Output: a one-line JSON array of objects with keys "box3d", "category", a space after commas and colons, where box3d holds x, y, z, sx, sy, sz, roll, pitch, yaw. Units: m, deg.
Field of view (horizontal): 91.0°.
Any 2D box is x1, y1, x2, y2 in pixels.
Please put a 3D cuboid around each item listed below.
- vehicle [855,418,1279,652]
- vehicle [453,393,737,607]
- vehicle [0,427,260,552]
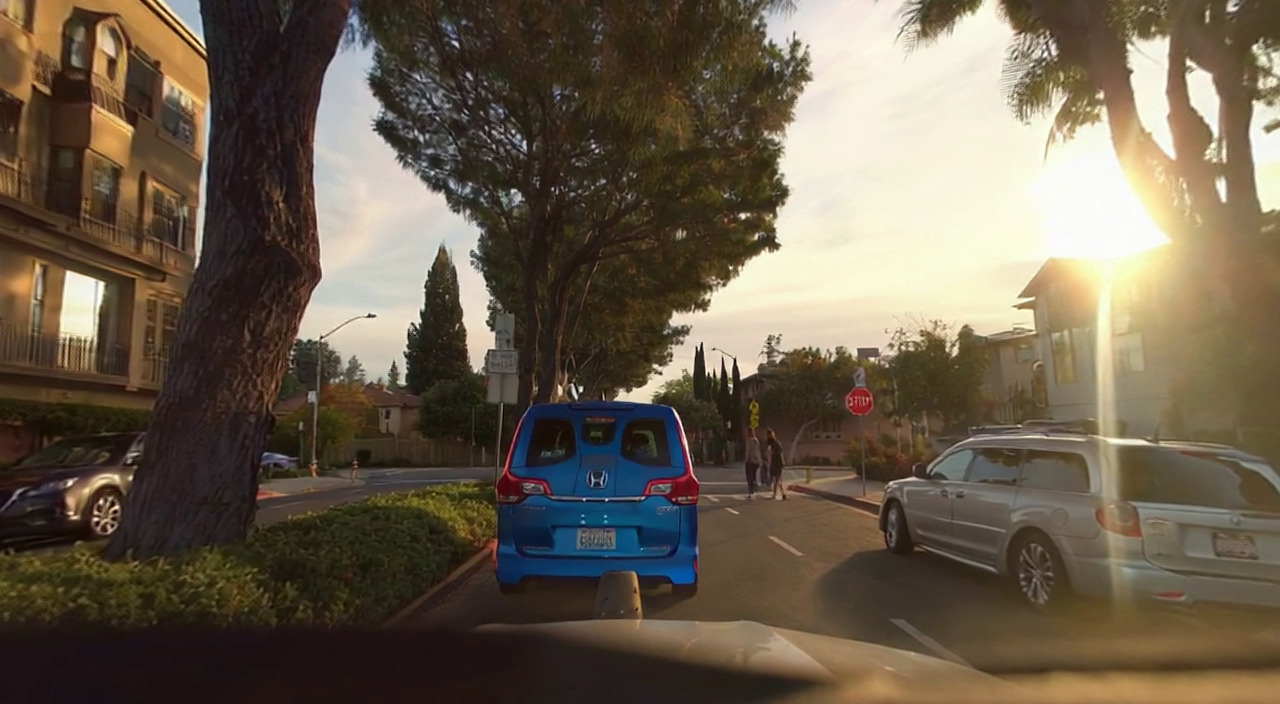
[{"box3d": [4.220, 1.685, 6.912, 1.959, 1.581, 4.731, 4, -9, -2], "category": "vehicle"}, {"box3d": [-0.385, 1.594, 7.697, 2.377, 1.787, 4.652, 0, -9, 0], "category": "vehicle"}, {"box3d": [-8.291, 2.026, 10.059, 1.825, 1.532, 4.083, -3, -7, 1], "category": "vehicle"}]
